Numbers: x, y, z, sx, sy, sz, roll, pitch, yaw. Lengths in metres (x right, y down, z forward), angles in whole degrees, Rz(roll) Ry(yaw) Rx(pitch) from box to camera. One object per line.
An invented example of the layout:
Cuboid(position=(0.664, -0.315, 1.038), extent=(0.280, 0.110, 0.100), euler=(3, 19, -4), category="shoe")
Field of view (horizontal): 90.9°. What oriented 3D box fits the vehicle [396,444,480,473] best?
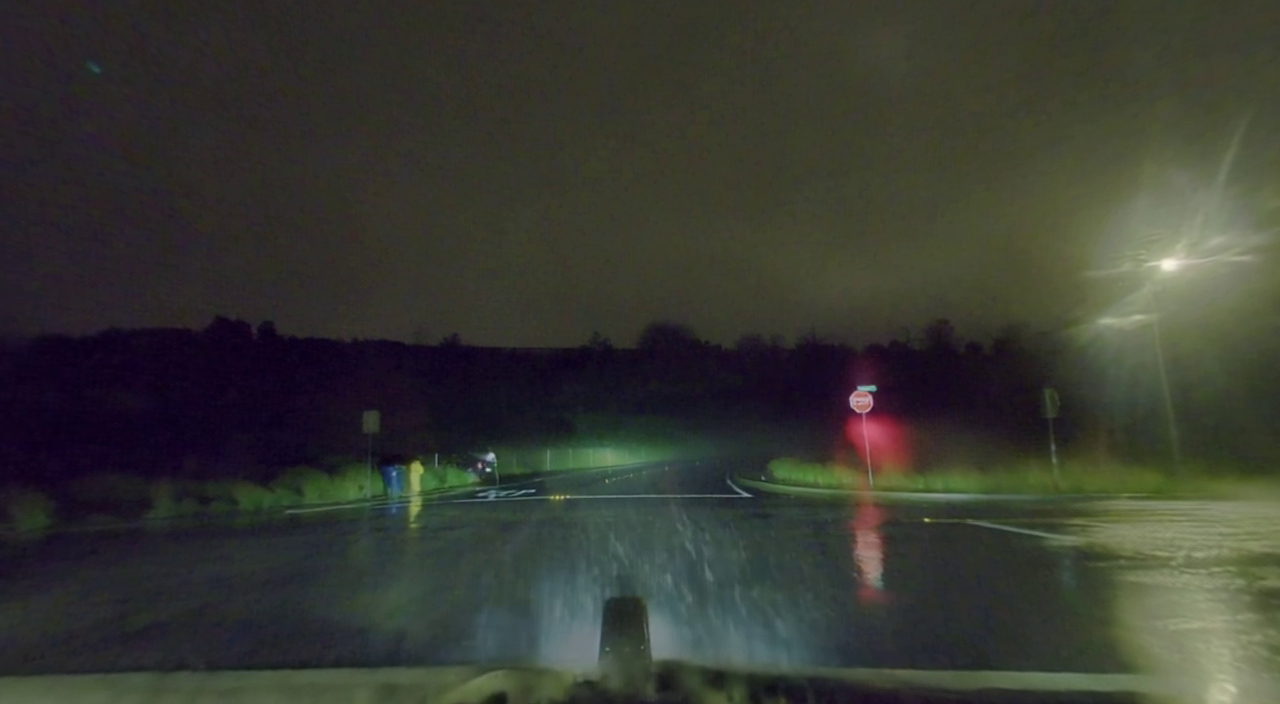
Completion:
Cuboid(position=(-12.683, 6.696, 39.714), extent=(4.590, 1.735, 1.973), euler=(0, -9, 2), category="vehicle")
